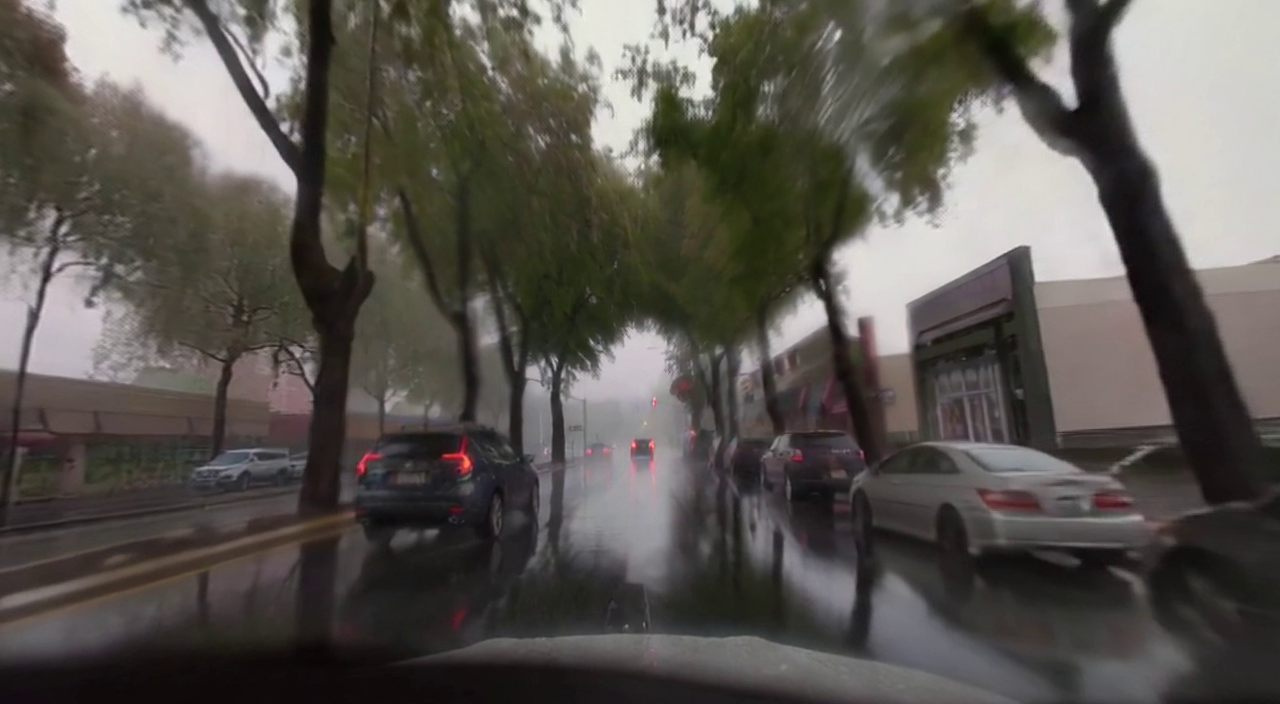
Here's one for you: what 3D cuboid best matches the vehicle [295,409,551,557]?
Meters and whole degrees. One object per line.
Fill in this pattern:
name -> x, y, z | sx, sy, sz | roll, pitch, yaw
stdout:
vehicle -> -2.884, 1.883, 9.814 | 2.186, 1.708, 4.746 | 0, -8, 2

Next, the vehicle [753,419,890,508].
vehicle -> 4.396, 2.789, 16.226 | 2.079, 1.910, 4.855 | 0, -8, 0

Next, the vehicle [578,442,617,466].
vehicle -> -2.759, 6.787, 42.246 | 2.151, 1.484, 4.468 | 0, -8, 2

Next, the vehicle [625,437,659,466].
vehicle -> 0.156, 6.419, 40.965 | 2.075, 1.770, 4.018 | 0, -8, 1

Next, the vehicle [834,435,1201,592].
vehicle -> 4.347, 1.890, 8.428 | 1.898, 1.473, 4.709 | 0, -8, -2

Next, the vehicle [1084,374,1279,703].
vehicle -> 4.247, 0.861, 2.358 | 1.960, 1.733, 4.432 | 0, -8, 1

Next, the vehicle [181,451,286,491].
vehicle -> -18.923, 5.529, 29.625 | 1.856, 1.674, 4.475 | 0, -8, 1
